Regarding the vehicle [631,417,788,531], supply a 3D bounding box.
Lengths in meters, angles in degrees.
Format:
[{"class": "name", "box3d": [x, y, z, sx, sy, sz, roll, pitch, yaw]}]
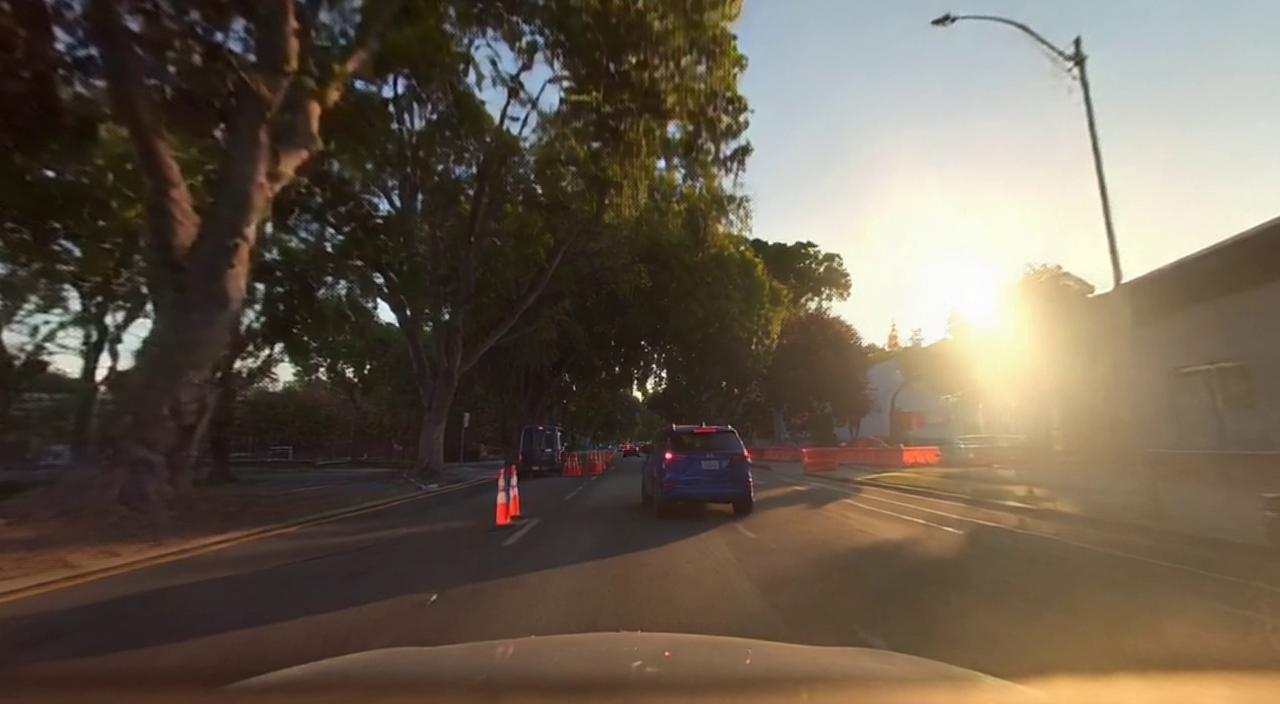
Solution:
[{"class": "vehicle", "box3d": [1.042, 2.180, 11.879, 2.168, 1.725, 4.192, 0, -8, -4]}]

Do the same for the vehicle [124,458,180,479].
[{"class": "vehicle", "box3d": [-38.455, 9.147, 49.875, 1.821, 1.463, 4.434, 2, -9, -15]}]

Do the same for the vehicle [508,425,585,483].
[{"class": "vehicle", "box3d": [-3.613, 4.106, 25.651, 2.357, 2.063, 5.488, 0, -8, -1]}]
